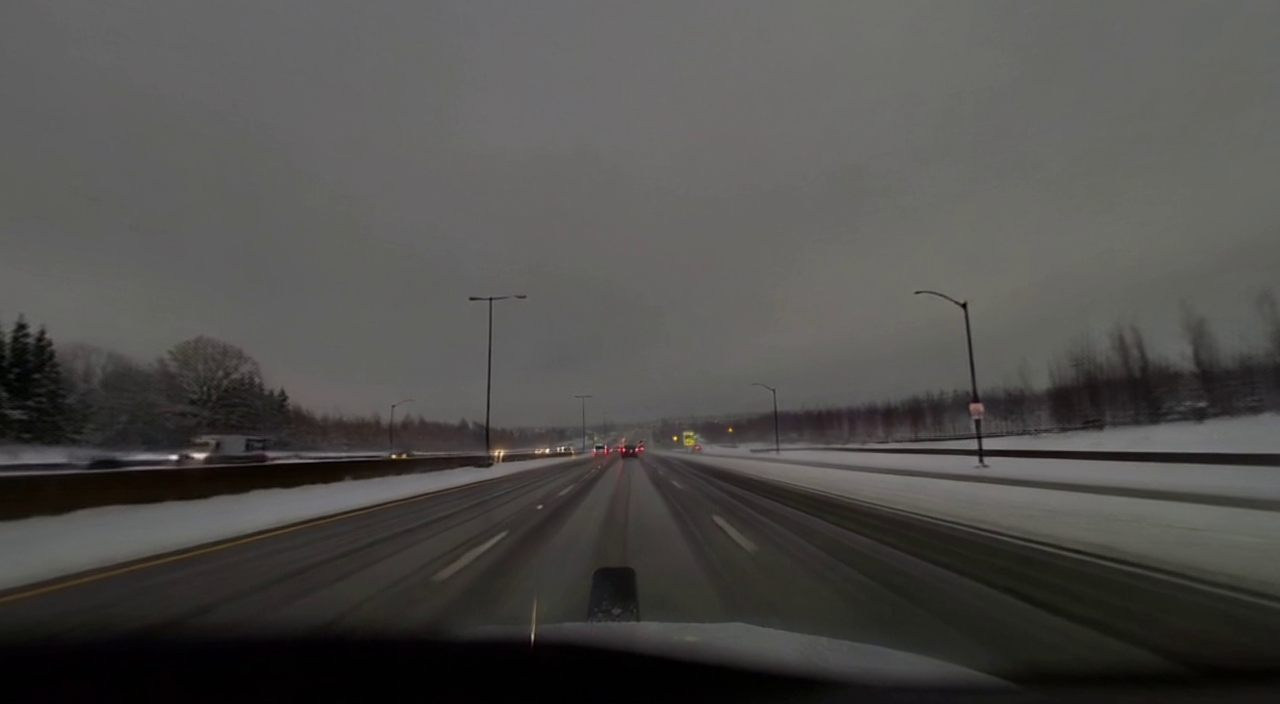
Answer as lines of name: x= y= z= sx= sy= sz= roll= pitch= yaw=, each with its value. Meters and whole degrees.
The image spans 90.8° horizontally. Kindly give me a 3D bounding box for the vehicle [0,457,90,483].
vehicle: x=-40.931 y=8.070 z=43.436 sx=1.888 sy=1.548 sz=4.818 roll=0 pitch=-9 yaw=1
